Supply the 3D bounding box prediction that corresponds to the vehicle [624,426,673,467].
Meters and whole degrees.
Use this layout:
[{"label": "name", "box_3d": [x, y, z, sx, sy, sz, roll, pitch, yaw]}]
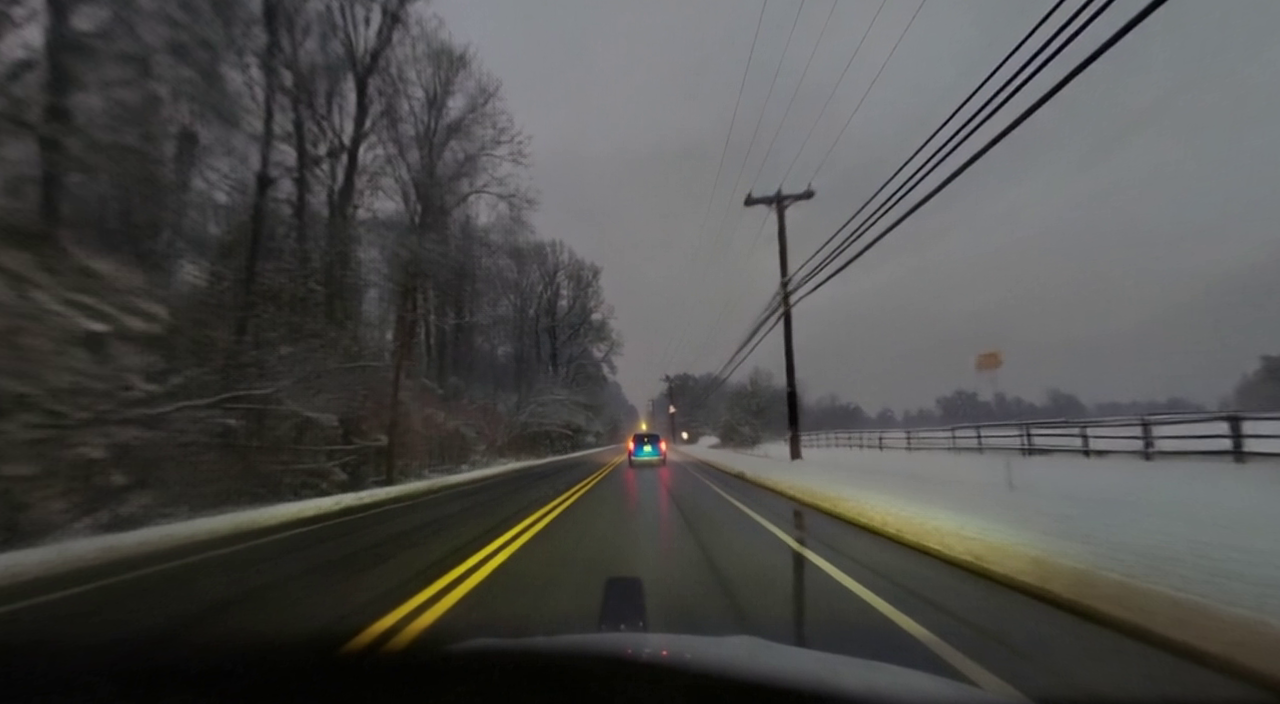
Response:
[{"label": "vehicle", "box_3d": [0.435, 5.052, 33.863, 2.468, 2.056, 4.422, 0, -8, 0]}]
